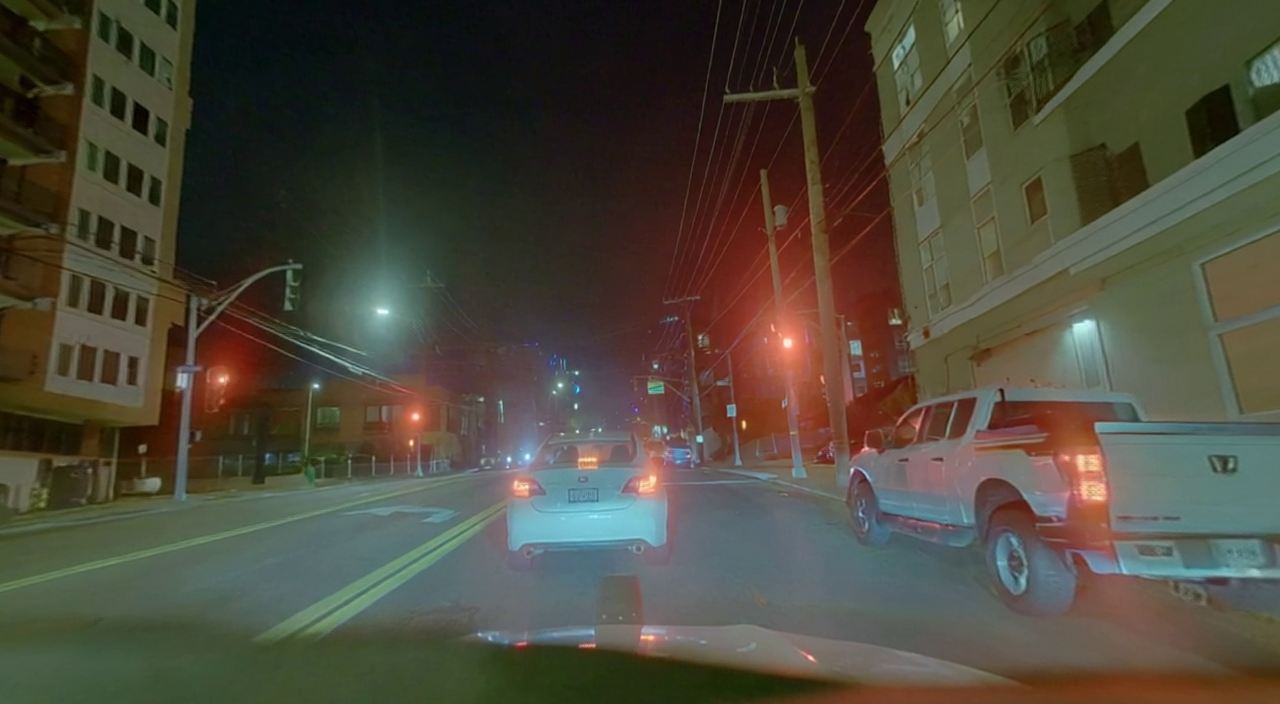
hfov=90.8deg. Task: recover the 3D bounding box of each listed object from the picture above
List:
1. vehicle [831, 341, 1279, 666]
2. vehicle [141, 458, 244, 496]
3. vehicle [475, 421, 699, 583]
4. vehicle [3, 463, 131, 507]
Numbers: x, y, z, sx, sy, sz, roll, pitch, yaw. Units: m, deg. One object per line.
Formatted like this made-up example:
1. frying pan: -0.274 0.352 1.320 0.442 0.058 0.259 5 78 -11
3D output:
1. vehicle: 3.839 1.259 6.353 2.248 1.945 5.011 0 -8 0
2. vehicle: -25.353 7.091 35.906 4.337 1.739 1.981 -5 -11 1
3. vehicle: -0.479 1.670 7.841 2.019 1.453 4.129 0 -8 0
4. vehicle: -24.771 5.755 27.393 3.891 1.538 1.698 -4 -11 0
